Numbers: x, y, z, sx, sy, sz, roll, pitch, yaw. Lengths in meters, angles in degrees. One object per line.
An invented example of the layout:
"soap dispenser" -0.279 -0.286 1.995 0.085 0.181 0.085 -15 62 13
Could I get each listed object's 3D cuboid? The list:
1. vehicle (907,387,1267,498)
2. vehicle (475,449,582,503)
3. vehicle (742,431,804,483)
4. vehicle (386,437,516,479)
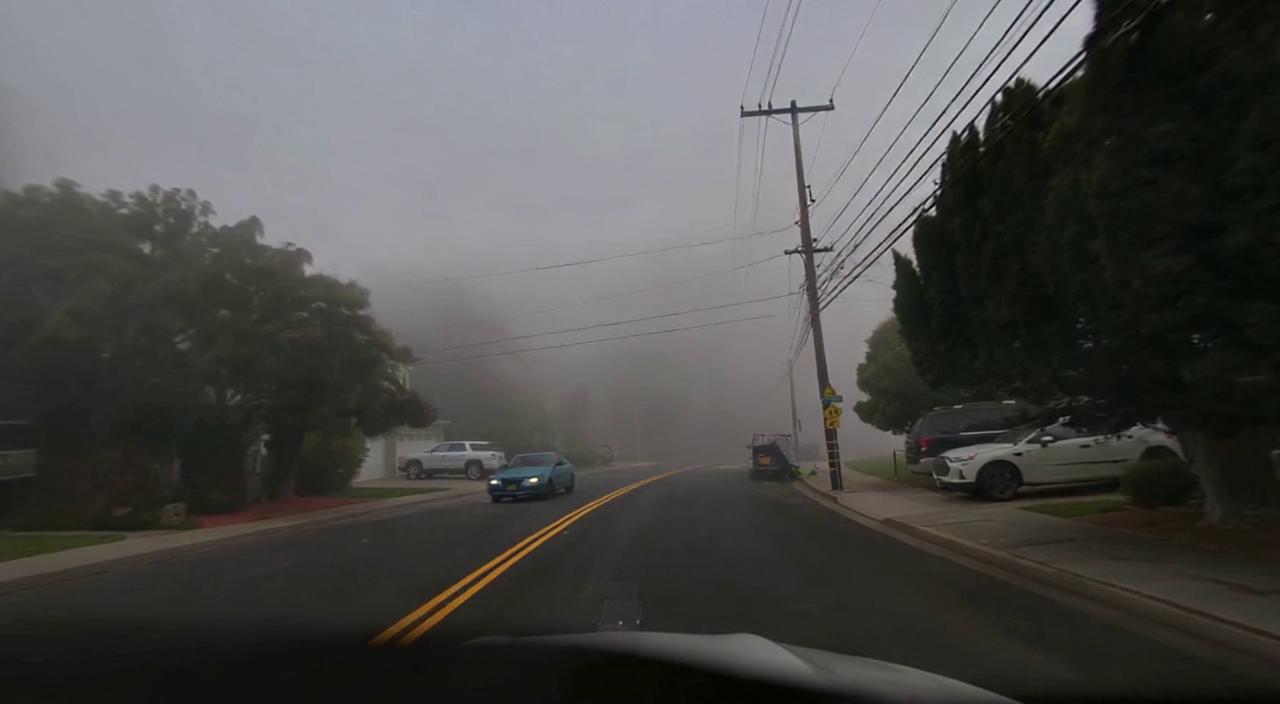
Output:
"vehicle" 9.147 1.957 13.541 5.762 2.116 2.258 -1 -9 6
"vehicle" -3.363 3.863 20.223 2.015 1.464 4.870 -1 -9 7
"vehicle" 5.601 4.484 27.274 2.273 1.938 6.400 -2 -9 9
"vehicle" -9.270 5.212 31.183 5.632 1.957 2.302 -2 -9 9
